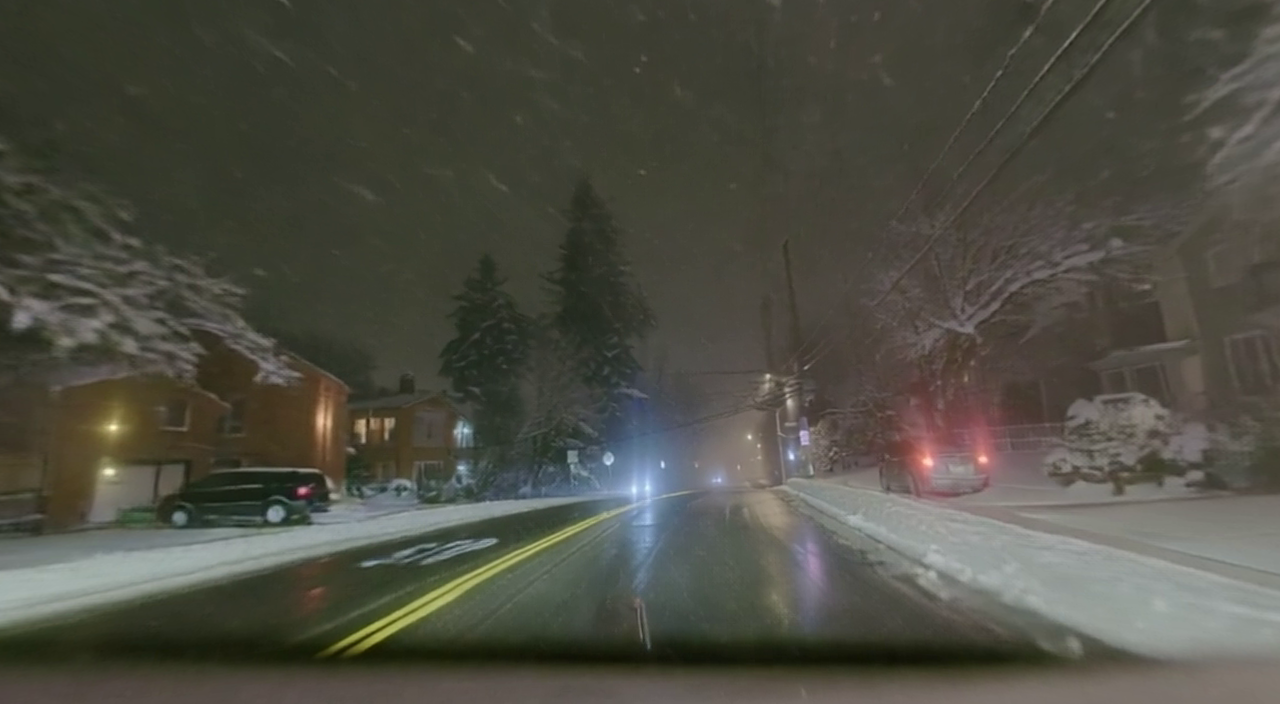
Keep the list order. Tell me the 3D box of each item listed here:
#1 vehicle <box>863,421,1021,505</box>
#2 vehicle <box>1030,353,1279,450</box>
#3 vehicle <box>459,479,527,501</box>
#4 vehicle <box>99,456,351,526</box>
[{"bbox_3d":[7.752,2.918,16.881,2.163,1.885,4.804,-1,-9,5],"label":"vehicle"},{"bbox_3d":[12.876,1.221,15.962,4.539,2.010,2.163,-3,-3,-1],"label":"vehicle"},{"bbox_3d":[-10.362,9.783,44.814,4.320,1.443,1.867,-1,-9,3],"label":"vehicle"},{"bbox_3d":[-11.868,4.111,18.485,5.643,1.759,2.110,1,-20,-3],"label":"vehicle"}]
